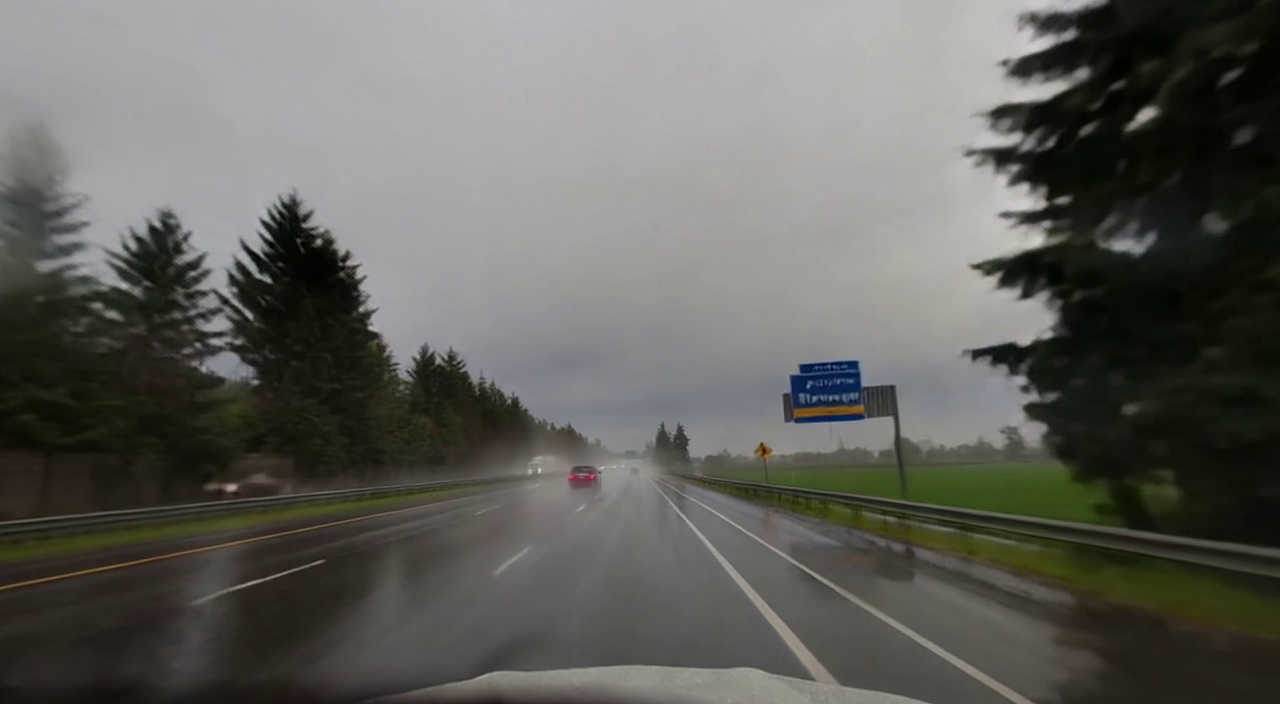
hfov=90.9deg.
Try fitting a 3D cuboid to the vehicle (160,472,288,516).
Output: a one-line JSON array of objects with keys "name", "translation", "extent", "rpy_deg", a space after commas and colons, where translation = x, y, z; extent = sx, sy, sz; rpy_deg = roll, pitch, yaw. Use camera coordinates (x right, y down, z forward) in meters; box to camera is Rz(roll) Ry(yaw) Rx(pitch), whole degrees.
[{"name": "vehicle", "translation": [-16.440, 5.625, 25.251], "extent": [1.887, 1.517, 4.752], "rpy_deg": [1, -10, -1]}]

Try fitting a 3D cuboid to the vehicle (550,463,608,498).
[{"name": "vehicle", "translation": [-2.707, 5.889, 29.120], "extent": [2.183, 1.435, 4.653], "rpy_deg": [0, -10, 1]}]
